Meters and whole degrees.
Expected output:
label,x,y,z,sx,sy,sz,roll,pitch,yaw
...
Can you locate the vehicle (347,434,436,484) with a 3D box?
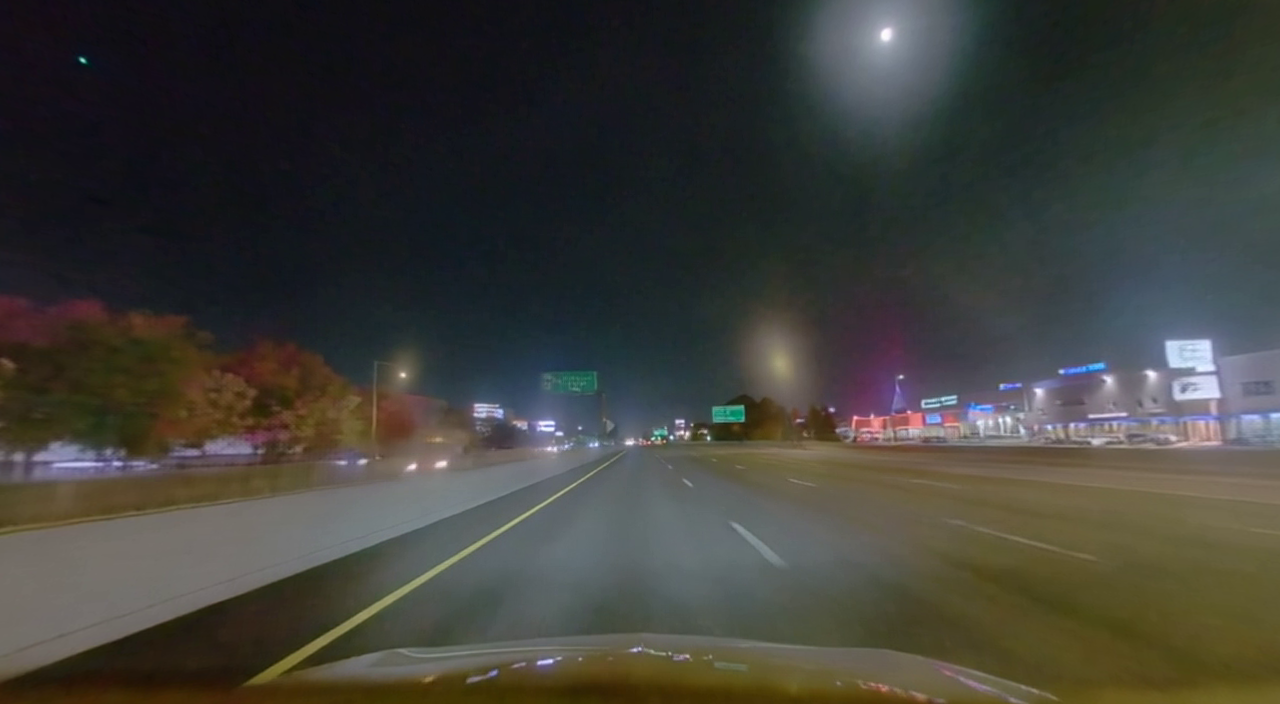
label,x,y,z,sx,sy,sz,roll,pitch,yaw
vehicle,-11.141,4.819,28.727,2.112,2.072,4.744,0,-8,0
